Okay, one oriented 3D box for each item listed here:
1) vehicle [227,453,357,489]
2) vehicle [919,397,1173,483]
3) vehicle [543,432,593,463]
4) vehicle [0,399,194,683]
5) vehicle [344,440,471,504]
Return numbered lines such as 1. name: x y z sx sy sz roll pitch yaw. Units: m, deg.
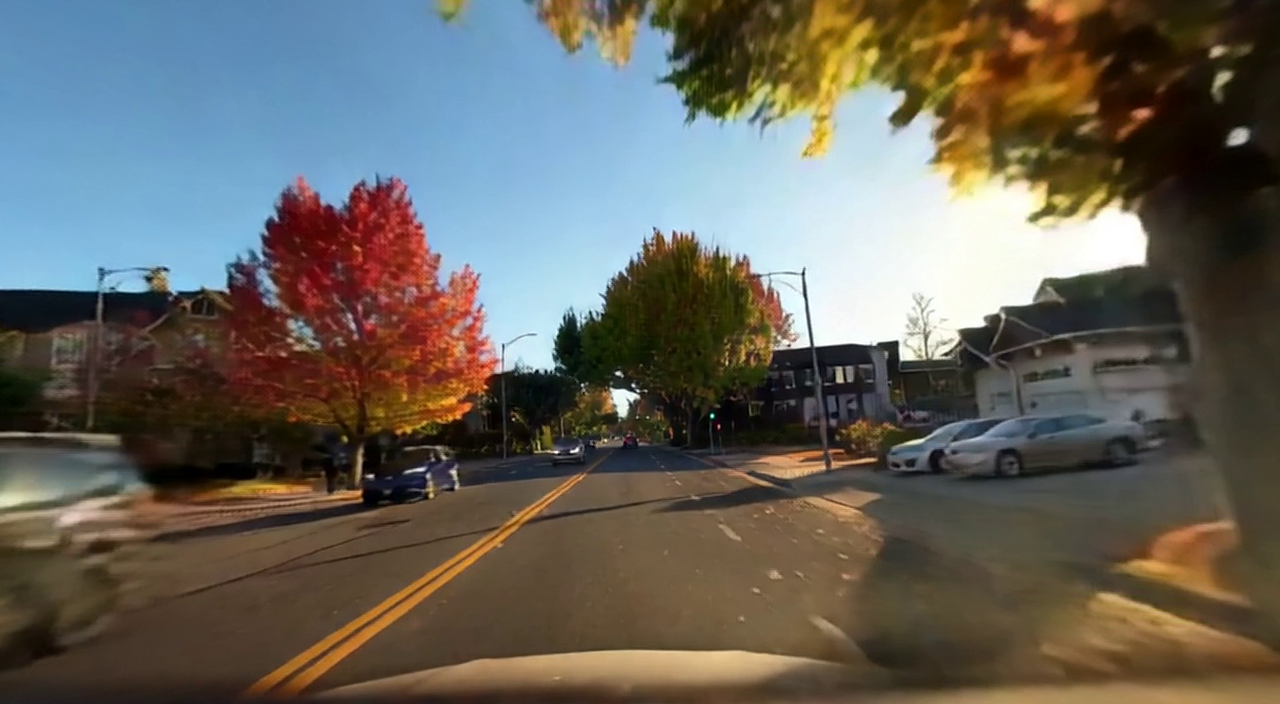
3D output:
1. vehicle: -15.141 5.193 27.641 4.649 1.423 1.850 -2 -8 5
2. vehicle: 9.264 2.083 14.810 4.385 1.612 2.070 -4 -9 5
3. vehicle: -4.114 5.582 36.949 2.356 1.702 4.700 -1 -8 0
4. vehicle: -5.103 1.072 3.220 2.481 1.714 4.702 0 -9 -5
5. vehicle: -6.212 3.214 17.488 1.968 1.483 4.279 0 -8 -2
